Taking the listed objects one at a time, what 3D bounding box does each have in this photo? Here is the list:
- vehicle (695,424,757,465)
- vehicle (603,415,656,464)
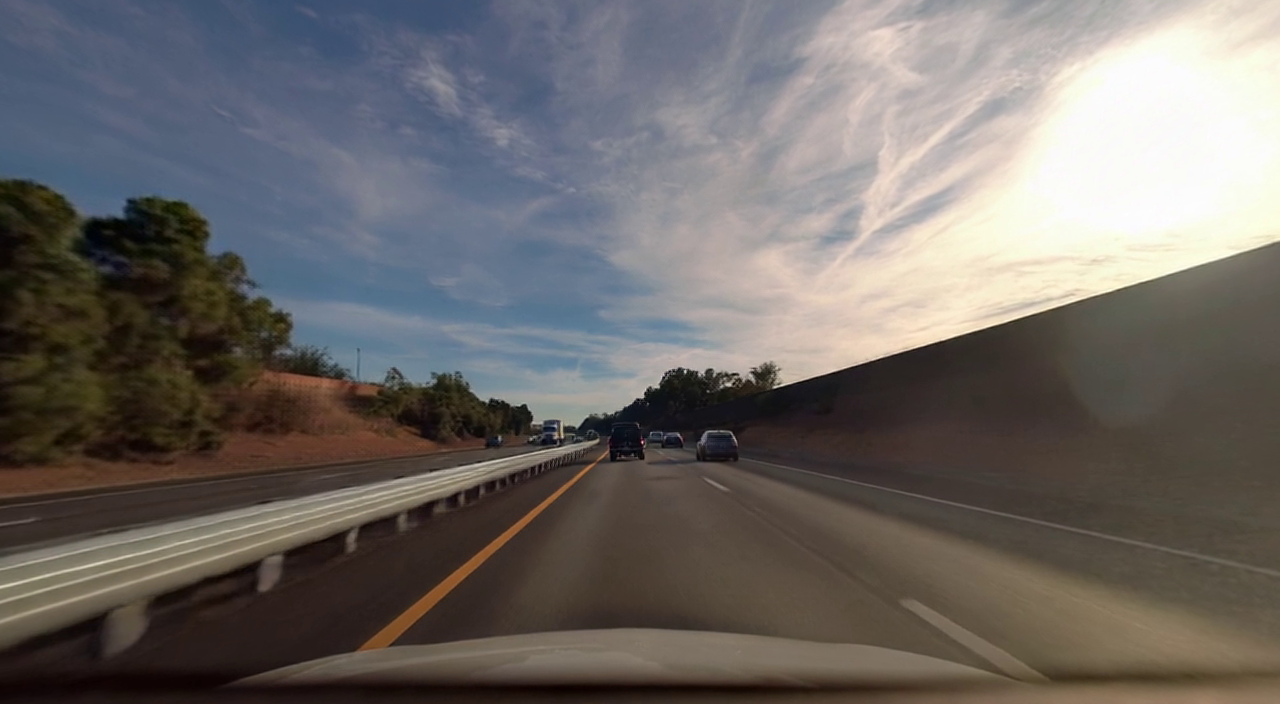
[{"bbox_3d":[3.588,3.956,27.147,1.981,1.606,3.956,1,-8,-2],"label":"vehicle"},{"bbox_3d":[-0.499,4.027,29.067,2.270,2.044,4.633,0,-8,-1],"label":"vehicle"}]
